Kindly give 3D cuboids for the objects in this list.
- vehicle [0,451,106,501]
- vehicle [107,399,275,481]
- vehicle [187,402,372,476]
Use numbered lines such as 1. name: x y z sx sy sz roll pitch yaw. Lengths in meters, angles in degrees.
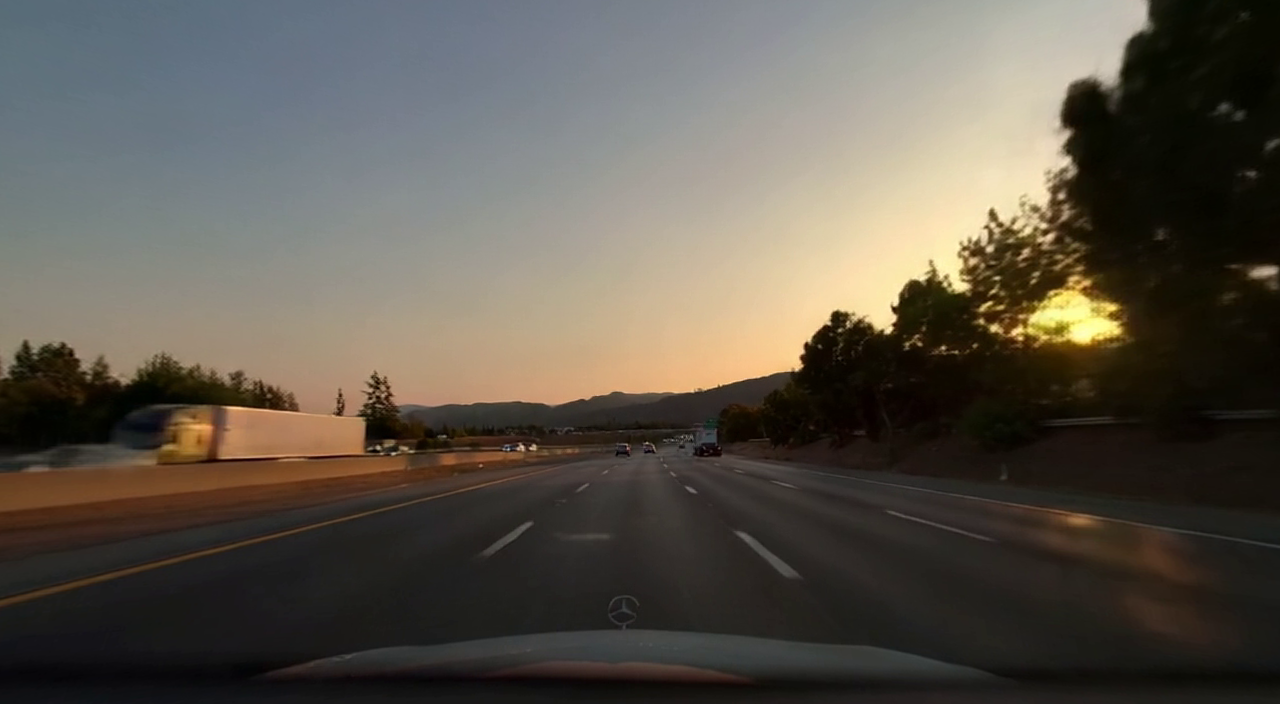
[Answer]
1. vehicle: -20.769 4.113 21.293 1.818 1.508 4.118 0 -8 1
2. vehicle: -24.583 4.950 35.321 3.067 4.012 8.258 0 -8 1
3. vehicle: -24.474 6.287 44.999 2.922 4.226 16.885 0 -8 2
